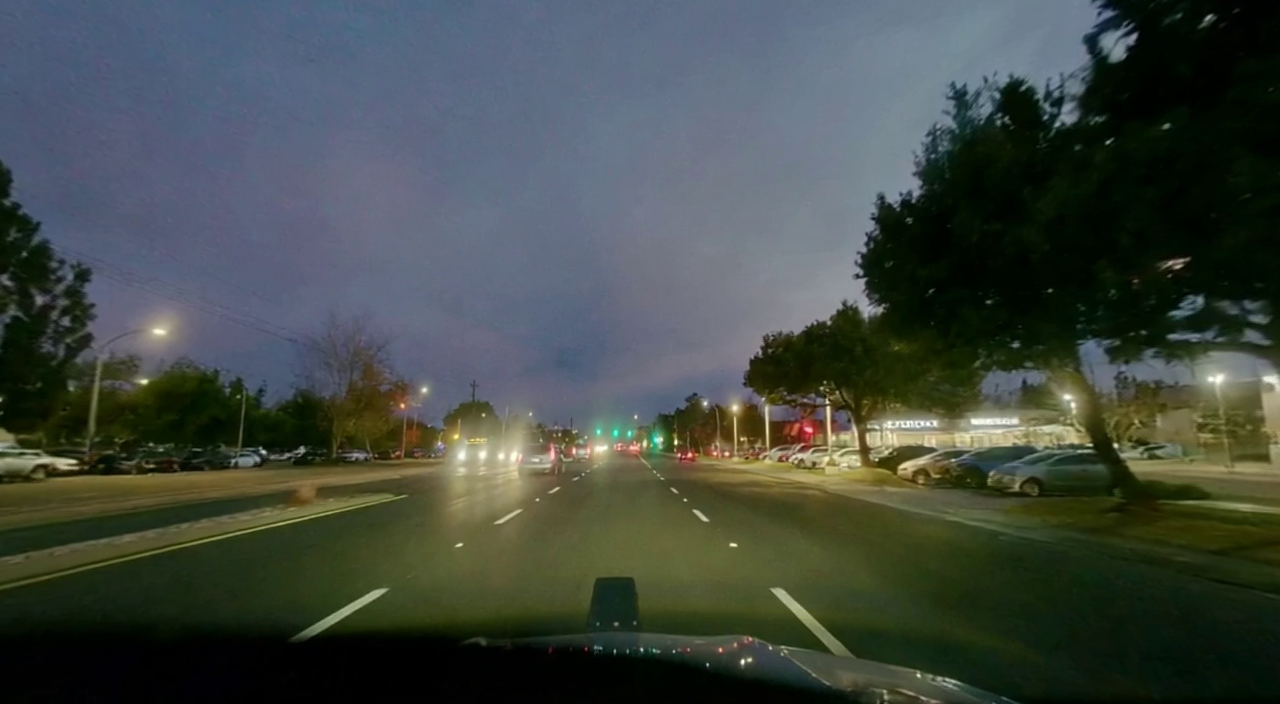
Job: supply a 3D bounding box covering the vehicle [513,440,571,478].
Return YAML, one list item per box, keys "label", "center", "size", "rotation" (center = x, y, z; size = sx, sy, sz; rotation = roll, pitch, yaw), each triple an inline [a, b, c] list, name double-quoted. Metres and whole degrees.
- label: "vehicle"
  center: [-4.566, 5.063, 30.016]
  size: [2.109, 1.672, 4.256]
  rotation: [0, -9, -1]

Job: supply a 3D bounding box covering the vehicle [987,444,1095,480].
- label: "vehicle"
  center: [18.753, 5.177, 29.740]
  size: [1.937, 1.493, 4.612]
  rotation: [-2, -9, -2]

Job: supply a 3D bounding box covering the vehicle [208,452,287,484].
- label: "vehicle"
  center: [-23.928, 7.048, 38.611]
  size: [1.953, 1.789, 4.591]
  rotation: [0, -9, -2]

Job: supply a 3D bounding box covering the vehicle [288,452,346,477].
- label: "vehicle"
  center: [-23.930, 8.324, 46.882]
  size: [1.938, 1.691, 4.696]
  rotation: [0, -9, -2]

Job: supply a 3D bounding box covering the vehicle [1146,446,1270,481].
- label: "vehicle"
  center: [26.918, 5.330, 30.037]
  size: [1.933, 1.489, 4.080]
  rotation: [-1, -10, -3]

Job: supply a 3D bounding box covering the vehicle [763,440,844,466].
- label: "vehicle"
  center: [11.783, 7.286, 45.498]
  size: [5.426, 1.811, 2.193]
  rotation: [-2, -9, 15]

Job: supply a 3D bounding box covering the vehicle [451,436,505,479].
- label: "vehicle"
  center: [-8.005, 5.133, 30.785]
  size: [2.123, 1.864, 5.553]
  rotation: [2, -9, -18]

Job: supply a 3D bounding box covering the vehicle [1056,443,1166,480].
- label: "vehicle"
  center: [22.006, 5.152, 29.625]
  size: [1.914, 1.503, 4.226]
  rotation: [-3, -10, 2]

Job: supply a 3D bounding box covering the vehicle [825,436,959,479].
- label: "vehicle"
  center: [11.843, 4.923, 29.724]
  size: [5.519, 1.836, 2.138]
  rotation: [-5, -10, 31]

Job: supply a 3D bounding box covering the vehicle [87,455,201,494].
- label: "vehicle"
  center: [-23.439, 5.768, 30.002]
  size: [1.848, 1.607, 4.570]
  rotation: [1, -9, -3]
